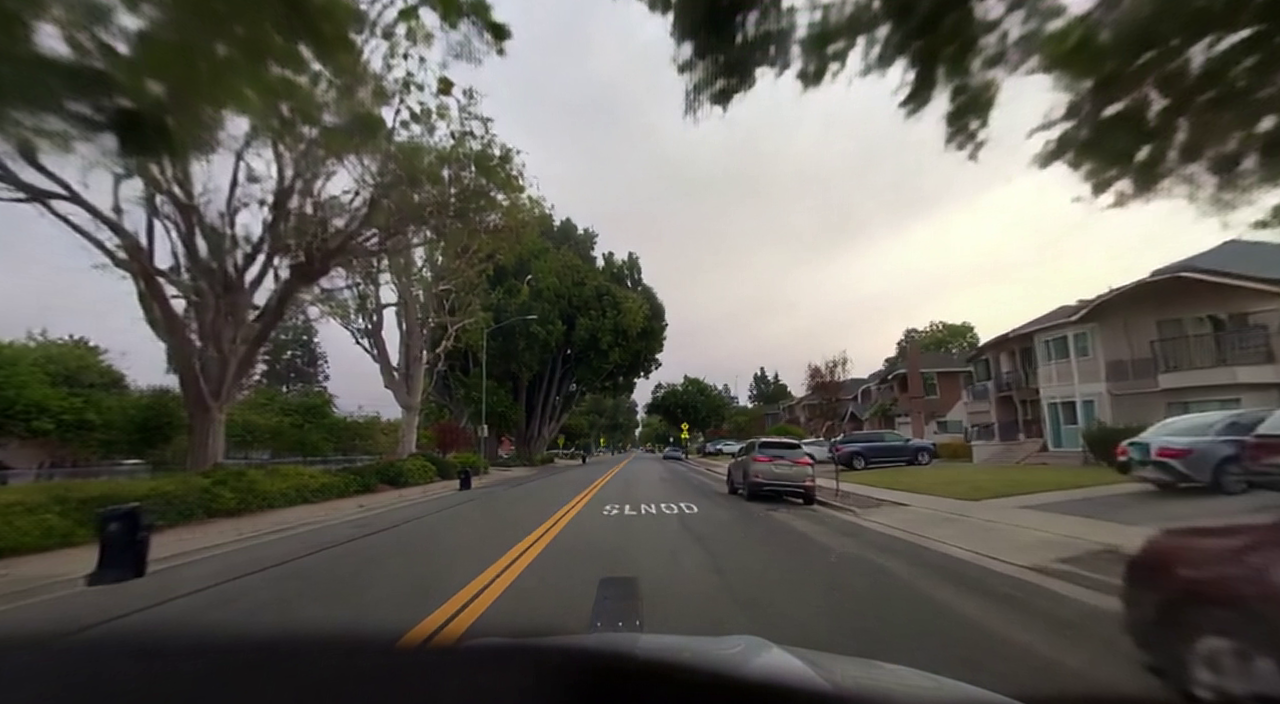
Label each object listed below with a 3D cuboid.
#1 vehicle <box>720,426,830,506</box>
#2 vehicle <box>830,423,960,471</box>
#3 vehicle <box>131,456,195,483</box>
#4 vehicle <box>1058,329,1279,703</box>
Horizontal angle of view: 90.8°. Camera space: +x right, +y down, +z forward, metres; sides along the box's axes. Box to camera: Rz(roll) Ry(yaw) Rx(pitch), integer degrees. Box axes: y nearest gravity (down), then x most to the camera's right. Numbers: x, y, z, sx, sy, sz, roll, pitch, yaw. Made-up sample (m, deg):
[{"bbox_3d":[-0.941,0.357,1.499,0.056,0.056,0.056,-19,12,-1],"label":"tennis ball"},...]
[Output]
[{"bbox_3d":[3.429,2.986,16.934,1.949,1.807,4.224,1,-9,-1],"label":"vehicle"},{"bbox_3d":[10.523,3.941,26.340,4.512,1.793,1.908,-1,-9,-2],"label":"vehicle"},{"bbox_3d":[-29.083,7.096,38.463,4.558,1.495,1.925,-7,-11,38],"label":"vehicle"},{"bbox_3d":[3.500,0.621,1.132,2.125,1.772,4.629,0,-9,-3],"label":"vehicle"}]
